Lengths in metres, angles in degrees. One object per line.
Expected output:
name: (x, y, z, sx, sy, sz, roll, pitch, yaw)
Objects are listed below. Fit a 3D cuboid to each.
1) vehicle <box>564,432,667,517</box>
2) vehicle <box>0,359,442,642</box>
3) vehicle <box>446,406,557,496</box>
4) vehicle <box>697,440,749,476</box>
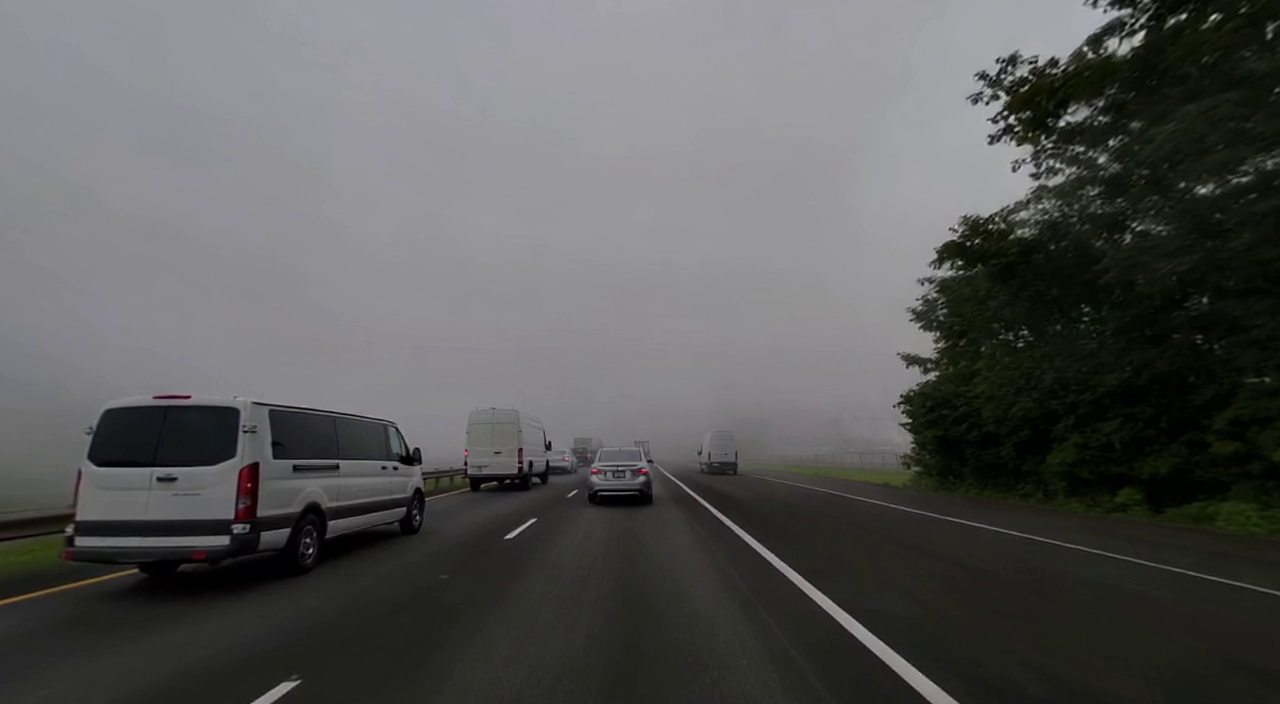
vehicle: (-0.492, 2.774, 14.690, 2.093, 1.695, 3.782, 0, -9, 0)
vehicle: (-4.053, 1.358, 6.706, 2.253, 1.892, 4.823, 0, -9, 1)
vehicle: (-4.528, 3.444, 21.992, 2.248, 2.626, 6.837, 0, -9, 0)
vehicle: (4.232, 5.487, 32.754, 2.003, 1.754, 4.134, 0, -9, -2)
